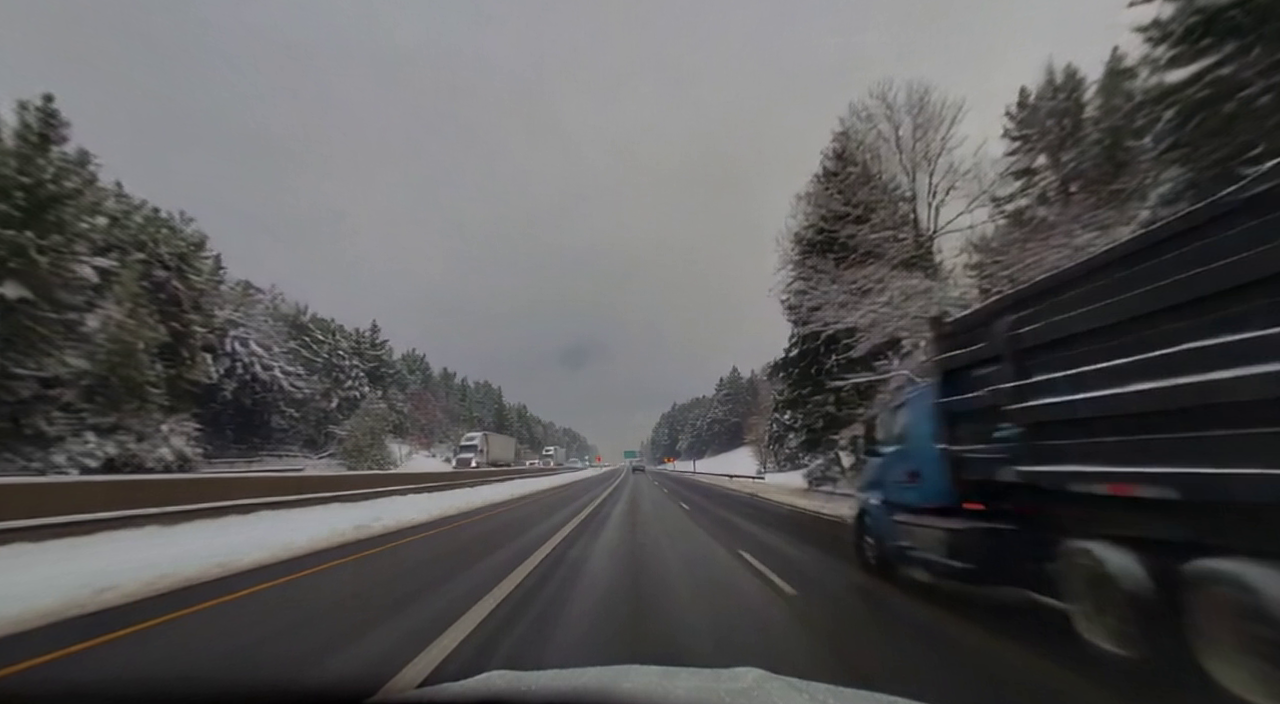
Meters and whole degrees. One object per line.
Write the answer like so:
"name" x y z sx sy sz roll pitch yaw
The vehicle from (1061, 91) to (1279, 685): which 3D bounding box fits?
"vehicle" 5.143 0.289 4.446 1.837 3.859 3.230 0 -10 1
